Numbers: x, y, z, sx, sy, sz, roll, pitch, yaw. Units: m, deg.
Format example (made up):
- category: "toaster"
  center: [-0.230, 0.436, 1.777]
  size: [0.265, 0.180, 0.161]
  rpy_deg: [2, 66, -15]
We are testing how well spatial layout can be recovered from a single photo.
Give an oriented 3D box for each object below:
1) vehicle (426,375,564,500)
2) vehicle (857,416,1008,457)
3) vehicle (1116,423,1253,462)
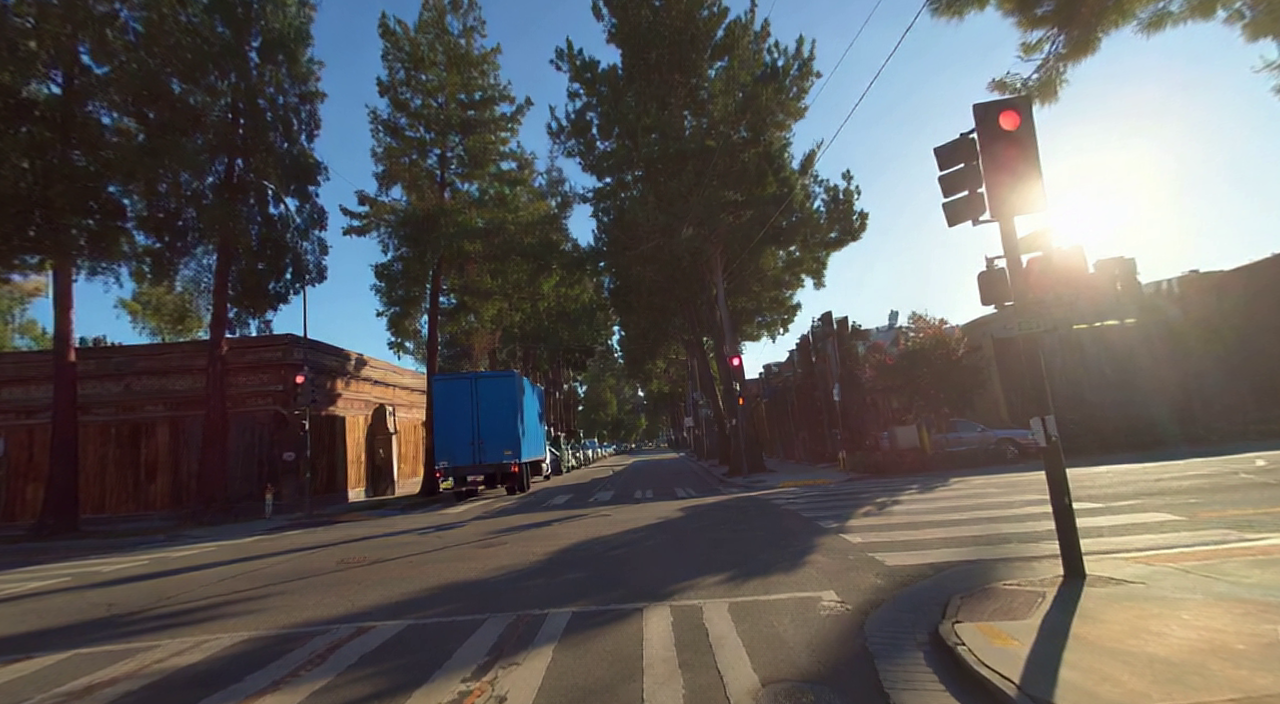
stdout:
- category: "vehicle"
  center: [-5.723, 3.695, 27.145]
  size: [3.113, 4.041, 10.284]
  rpy_deg: [-6, -8, 0]
- category: "vehicle"
  center: [10.726, 3.142, 23.415]
  size: [4.643, 1.456, 1.820]
  rpy_deg: [-1, -8, 5]
- category: "vehicle"
  center: [24.948, 4.160, 29.021]
  size: [4.268, 1.695, 2.053]
  rpy_deg: [0, -8, 3]
